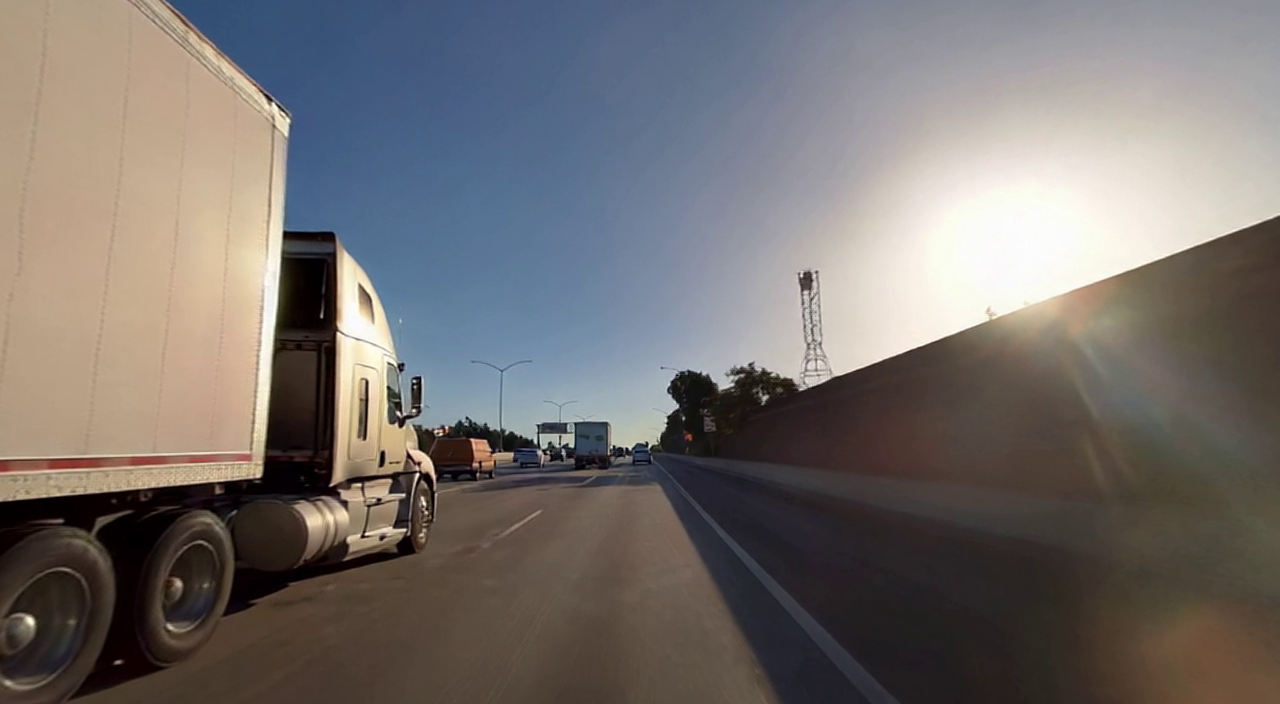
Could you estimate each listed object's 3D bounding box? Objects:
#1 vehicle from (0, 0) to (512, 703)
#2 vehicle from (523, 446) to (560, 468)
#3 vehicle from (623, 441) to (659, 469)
[{"bbox_3d":[-3.751,0.600,5.878,3.025,3.266,9.256,0,-9,1],"label":"vehicle"},{"bbox_3d":[-7.039,7.505,45.250,1.962,1.489,4.002,0,-9,1],"label":"vehicle"},{"bbox_3d":[0.055,6.543,40.059,2.178,1.640,4.071,0,-9,0],"label":"vehicle"}]
